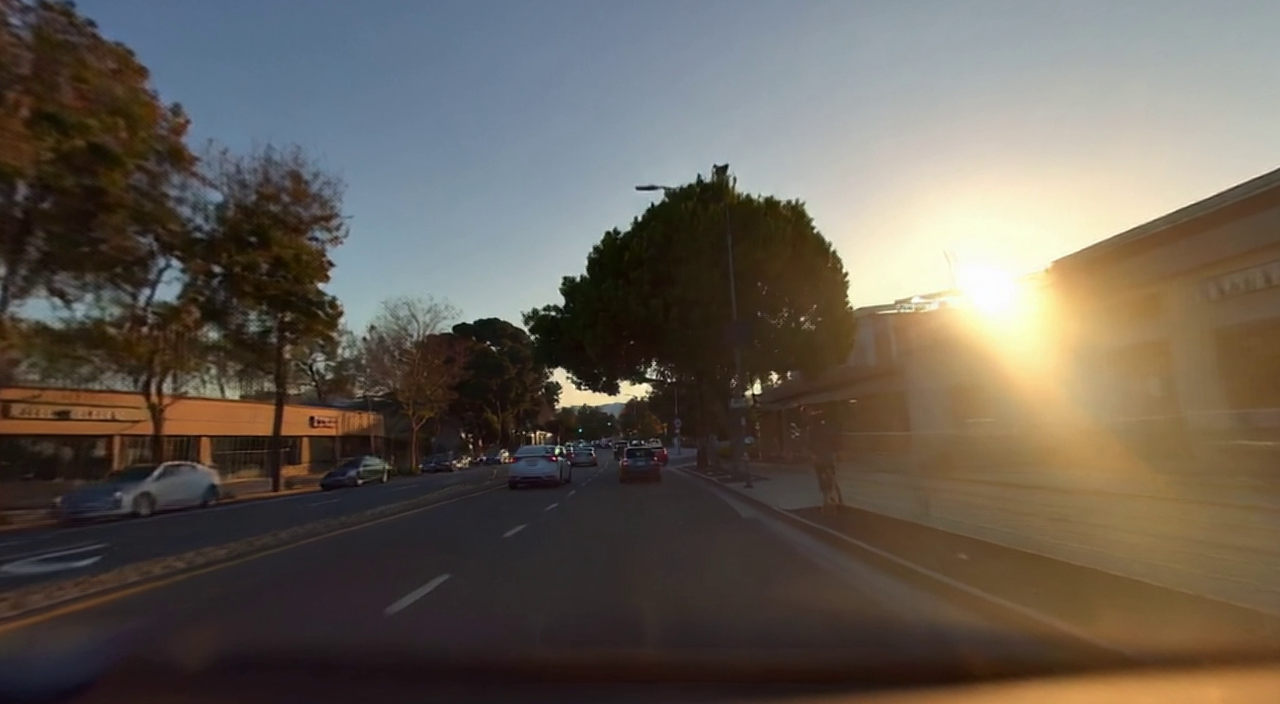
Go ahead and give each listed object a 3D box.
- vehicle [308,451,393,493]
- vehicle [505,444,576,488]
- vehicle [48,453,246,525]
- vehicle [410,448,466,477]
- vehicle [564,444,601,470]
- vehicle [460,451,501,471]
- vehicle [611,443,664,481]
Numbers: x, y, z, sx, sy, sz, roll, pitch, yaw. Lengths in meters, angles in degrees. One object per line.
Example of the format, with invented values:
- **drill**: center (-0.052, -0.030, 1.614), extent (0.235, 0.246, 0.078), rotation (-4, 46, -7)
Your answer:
- **vehicle**: center (-13.431, 5.539, 29.602), extent (1.936, 1.656, 4.284), rotation (-3, -8, 1)
- **vehicle**: center (-3.567, 4.136, 23.312), extent (1.921, 1.477, 4.083), rotation (0, -8, 0)
- **vehicle**: center (-14.452, 3.990, 18.994), extent (2.050, 1.786, 4.633), rotation (-1, -8, 3)
- **vehicle**: center (-13.029, 7.136, 41.087), extent (1.999, 1.755, 4.518), rotation (-1, -8, 3)
- **vehicle**: center (-3.539, 6.517, 39.508), extent (1.887, 1.517, 4.254), rotation (0, -8, 1)
- **vehicle**: center (-12.489, 8.559, 49.793), extent (1.909, 1.462, 4.608), rotation (-1, -8, 2)
- **vehicle**: center (-0.198, 4.653, 27.074), extent (2.085, 1.475, 3.976), rotation (0, -8, -2)
